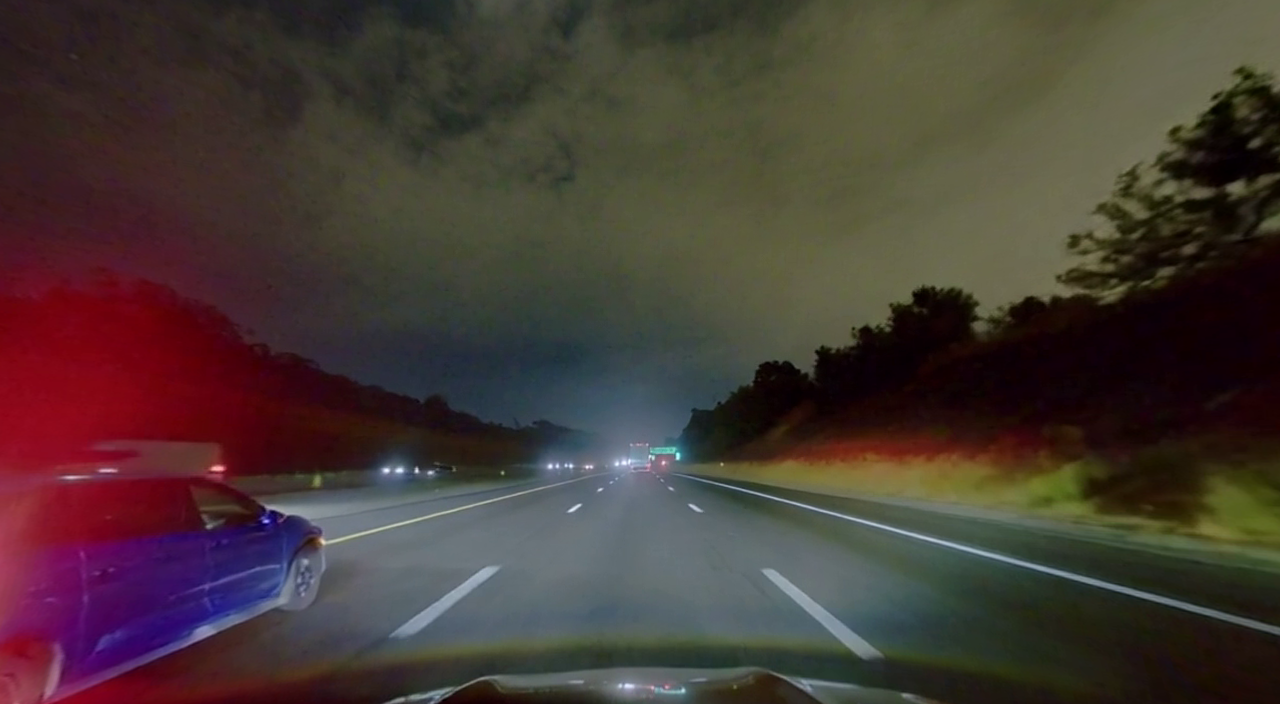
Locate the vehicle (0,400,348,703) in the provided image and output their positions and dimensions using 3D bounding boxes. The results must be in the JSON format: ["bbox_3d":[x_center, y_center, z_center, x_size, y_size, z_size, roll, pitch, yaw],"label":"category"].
[{"bbox_3d":[-3.176,0.962,2.389,2.016,1.506,4.387,1,-10,0],"label":"vehicle"}]

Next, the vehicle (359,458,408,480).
[{"bbox_3d":[-19.911,9.122,49.173,1.926,1.630,4.454,1,-10,0],"label":"vehicle"}]

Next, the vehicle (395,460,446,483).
[{"bbox_3d":[-15.004,8.189,43.285,1.818,1.491,4.533,1,-10,0],"label":"vehicle"}]
